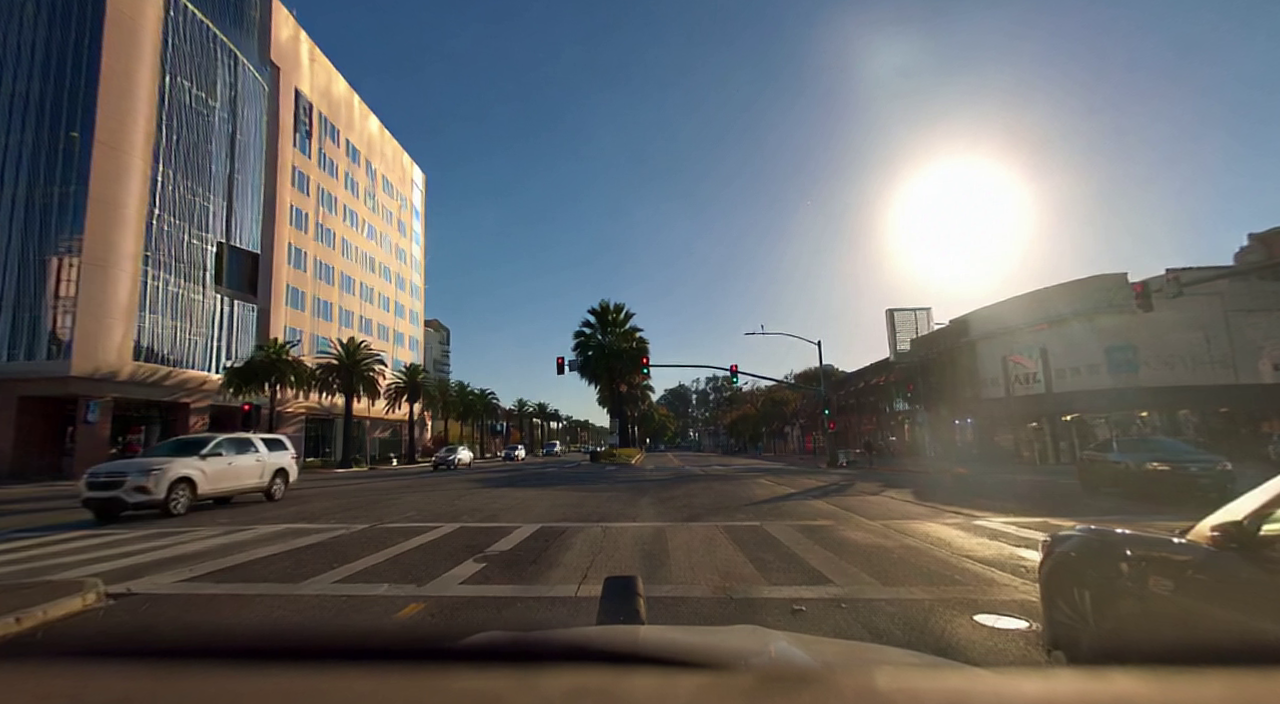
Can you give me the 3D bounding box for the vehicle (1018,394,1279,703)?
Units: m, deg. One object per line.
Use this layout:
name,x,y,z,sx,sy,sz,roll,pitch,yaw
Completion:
vehicle,3.250,0.719,1.060,2.106,1.472,4.854,0,-9,-2

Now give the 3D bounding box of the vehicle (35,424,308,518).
vehicle,-12.342,3.186,17.595,2.614,2.104,6.364,-1,-9,2

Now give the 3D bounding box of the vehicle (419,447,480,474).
vehicle,-11.714,6.693,39.227,2.145,1.504,4.857,-1,-9,2
